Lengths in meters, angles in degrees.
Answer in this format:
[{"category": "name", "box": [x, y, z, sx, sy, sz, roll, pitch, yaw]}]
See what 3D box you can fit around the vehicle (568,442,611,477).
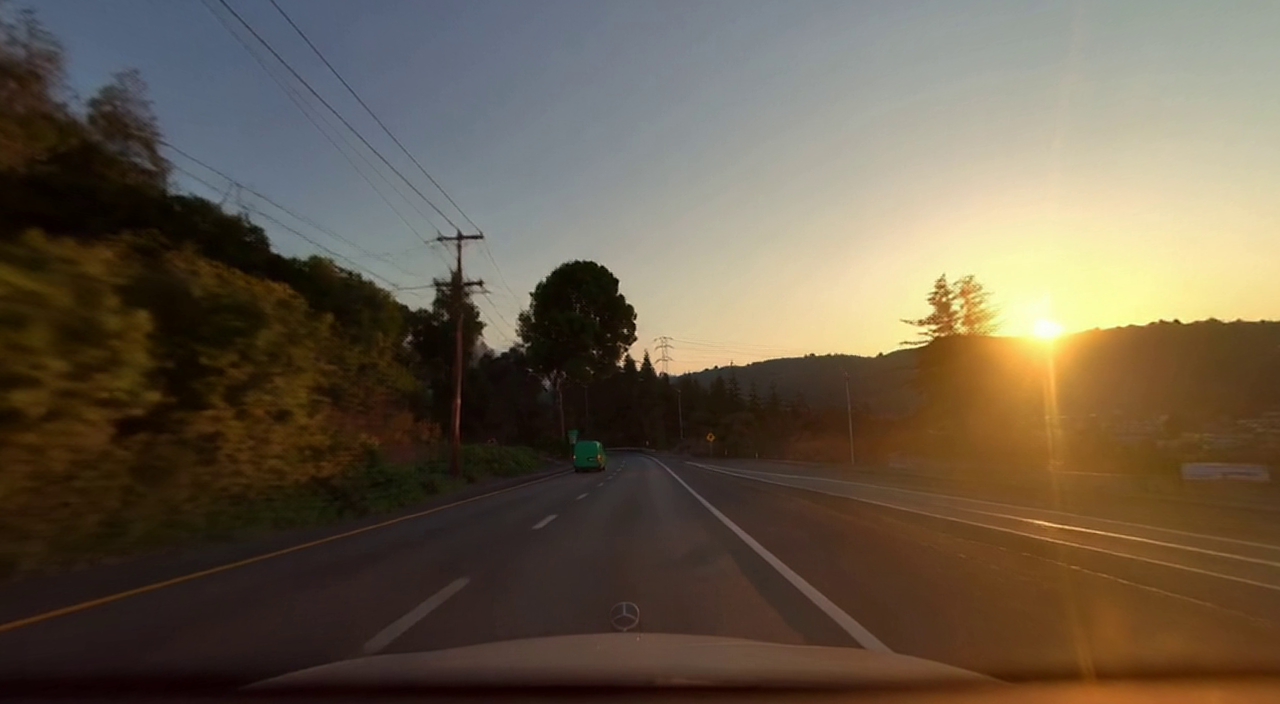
[{"category": "vehicle", "box": [-3.027, 6.612, 38.878, 2.270, 2.023, 4.632, 0, -9, 0]}]
